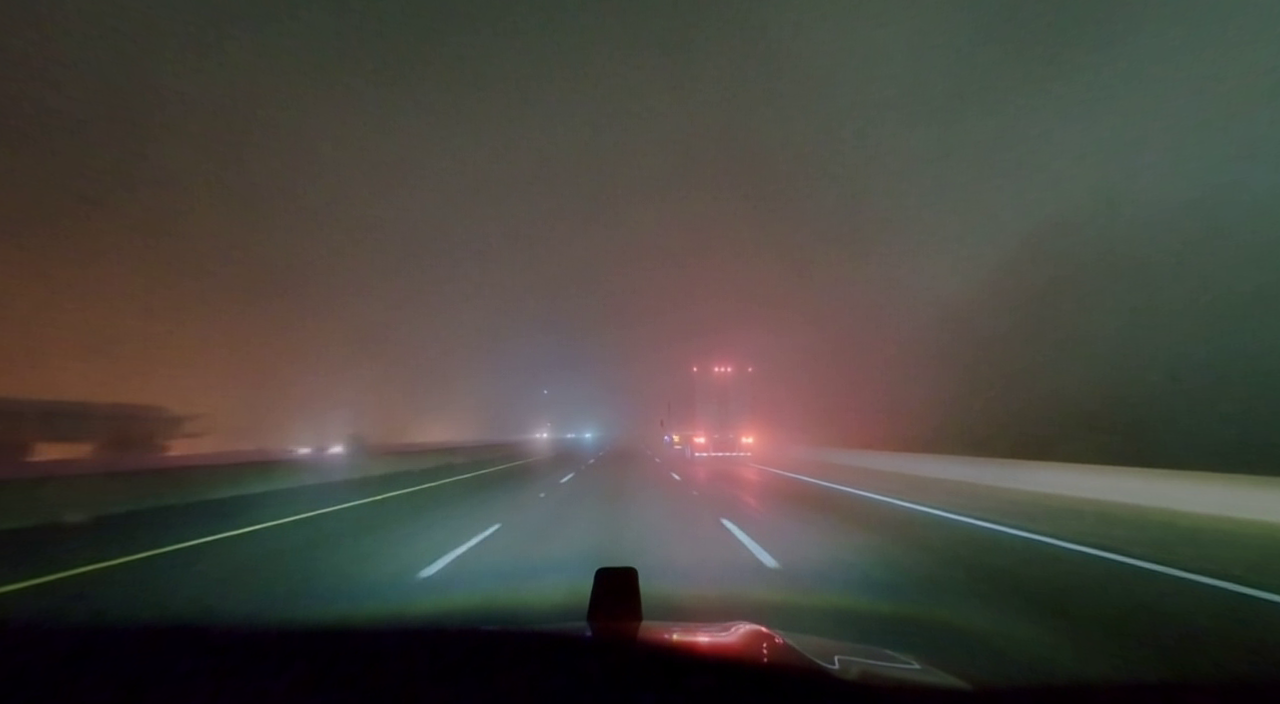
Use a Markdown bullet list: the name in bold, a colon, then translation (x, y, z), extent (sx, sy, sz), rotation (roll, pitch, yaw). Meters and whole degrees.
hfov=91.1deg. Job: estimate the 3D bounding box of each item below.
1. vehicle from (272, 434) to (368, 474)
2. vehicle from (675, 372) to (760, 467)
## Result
- **vehicle**: translation (-14.259, 4.530, 28.350), extent (1.945, 1.643, 4.614), rotation (0, -8, -1)
- **vehicle**: translation (3.484, 3.399, 30.669), extent (2.859, 3.981, 8.596), rotation (0, -8, -1)
